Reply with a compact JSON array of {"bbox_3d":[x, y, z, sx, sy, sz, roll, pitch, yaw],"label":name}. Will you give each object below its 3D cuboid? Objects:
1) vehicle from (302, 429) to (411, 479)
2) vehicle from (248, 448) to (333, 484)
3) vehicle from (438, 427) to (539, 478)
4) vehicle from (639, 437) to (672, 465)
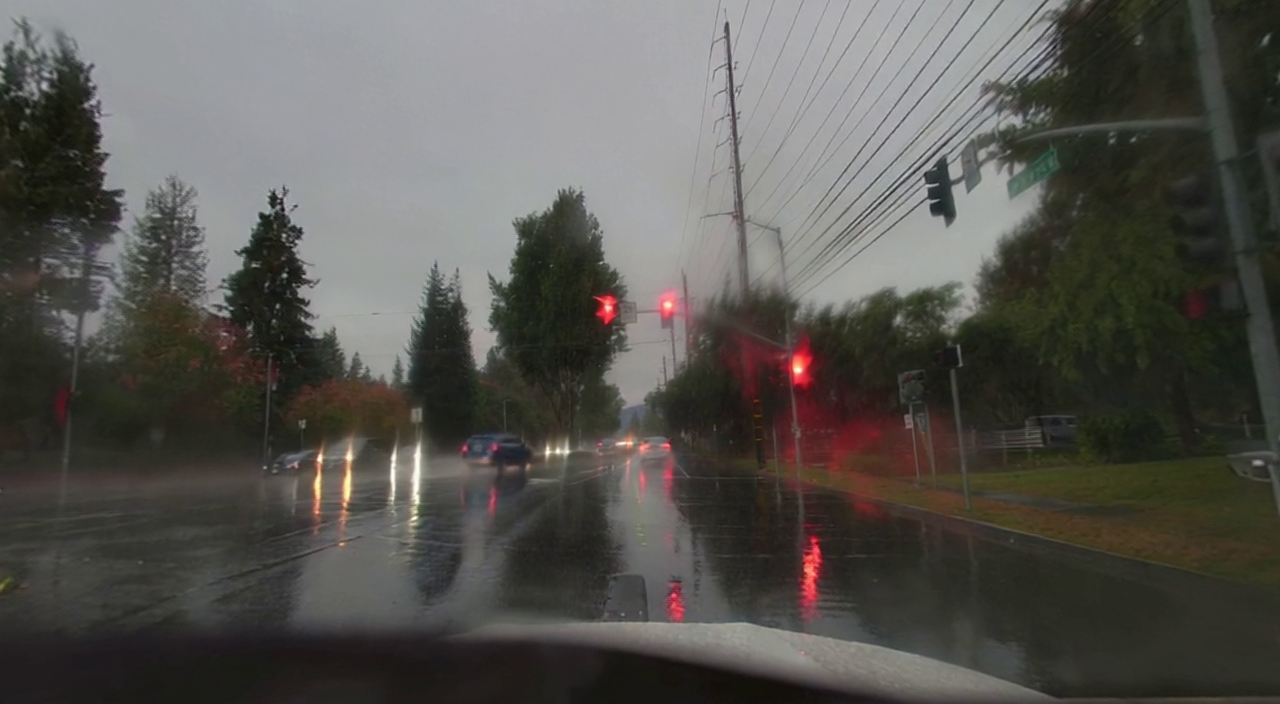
[{"bbox_3d":[-13.120,4.768,29.629,2.350,2.104,5.828,0,-8,1],"label":"vehicle"},{"bbox_3d":[-17.094,5.590,30.965,1.942,1.477,3.957,-4,-9,0],"label":"vehicle"},{"bbox_3d":[-6.319,4.290,26.883,2.175,1.957,4.686,-3,-9,15],"label":"vehicle"},{"bbox_3d":[0.934,6.496,41.362,2.010,1.681,4.682,0,-8,0],"label":"vehicle"}]
